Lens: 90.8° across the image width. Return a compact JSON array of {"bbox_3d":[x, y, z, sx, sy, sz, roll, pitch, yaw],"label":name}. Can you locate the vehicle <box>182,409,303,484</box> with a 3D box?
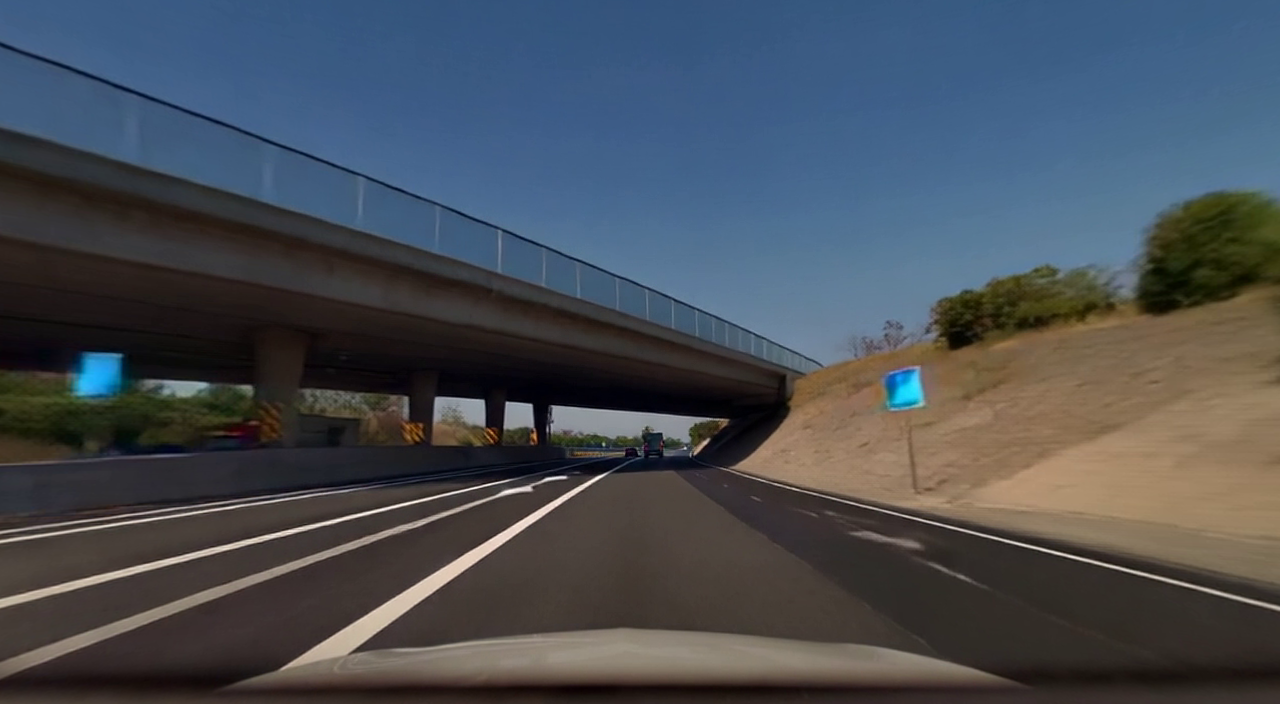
[{"bbox_3d":[-23.217,5.572,37.311,2.999,4.019,5.980,-1,-9,1],"label":"vehicle"}]
